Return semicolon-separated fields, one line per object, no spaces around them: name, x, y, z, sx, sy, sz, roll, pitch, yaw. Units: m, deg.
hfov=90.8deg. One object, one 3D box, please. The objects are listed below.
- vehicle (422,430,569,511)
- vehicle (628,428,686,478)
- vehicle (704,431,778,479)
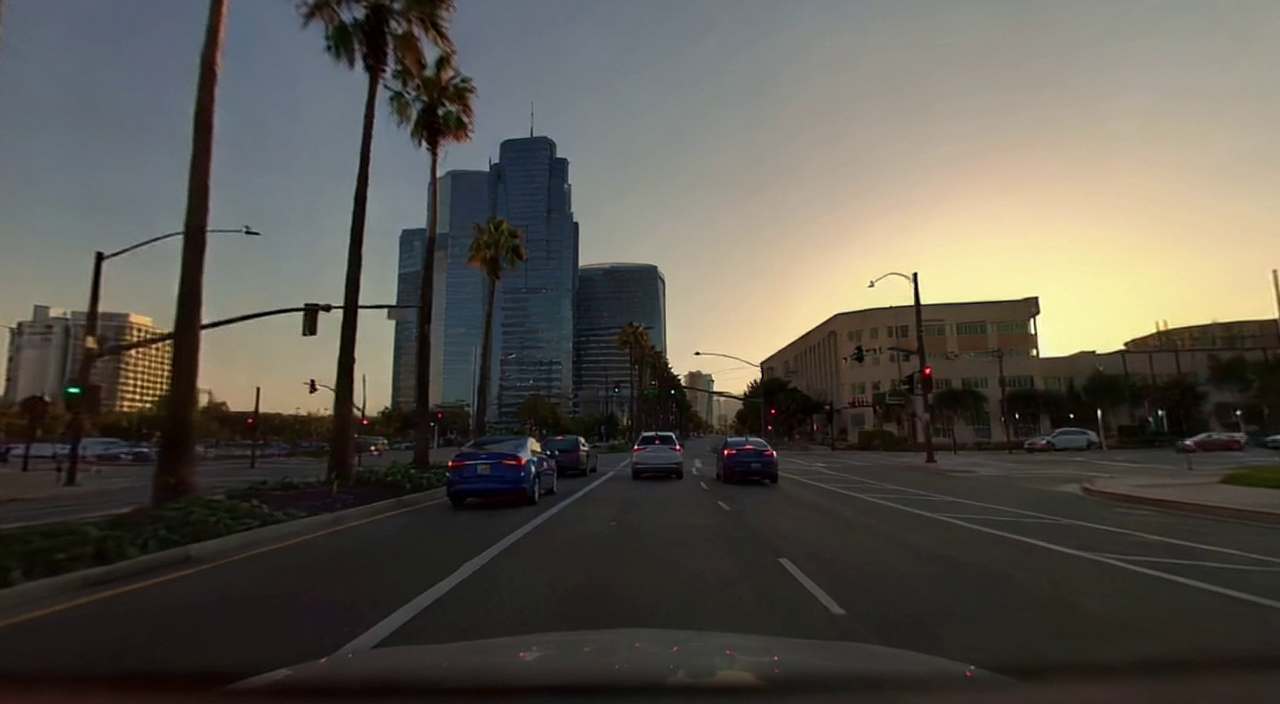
vehicle;-2.943;2.548;14.050;1.962;1.480;4.605;-1;-8;3
vehicle;0.644;3.872;24.453;2.060;1.730;4.257;0;-8;1
vehicle;3.538;3.694;22.798;1.936;1.567;3.896;0;-9;-1
